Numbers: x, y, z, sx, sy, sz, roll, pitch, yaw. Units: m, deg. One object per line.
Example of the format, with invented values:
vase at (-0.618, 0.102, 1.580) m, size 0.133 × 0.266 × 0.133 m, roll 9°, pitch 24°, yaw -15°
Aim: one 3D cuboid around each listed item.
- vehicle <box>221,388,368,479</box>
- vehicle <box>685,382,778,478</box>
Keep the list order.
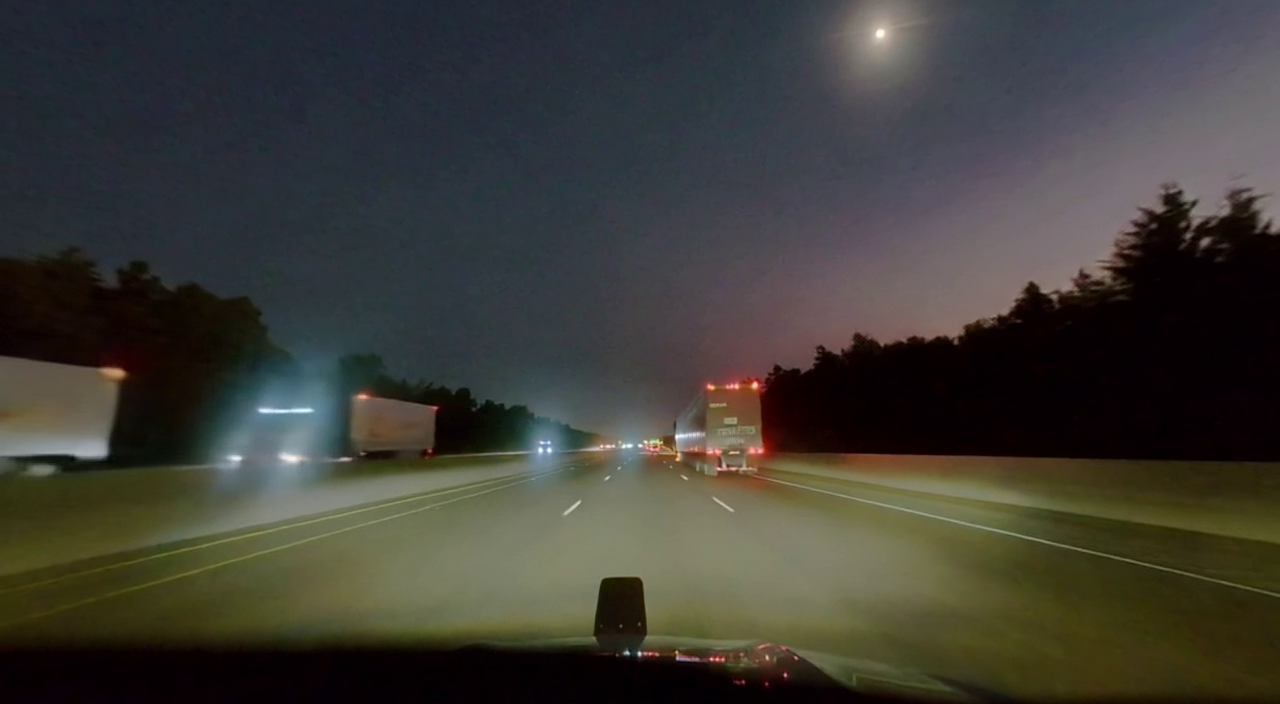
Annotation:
vehicle at (-14.915, 3.666, 27.871) m, size 2.998 × 3.583 × 5.940 m, roll 0°, pitch -9°, yaw 0°
vehicle at (4.428, 4.380, 33.872) m, size 2.784 × 4.080 × 13.516 m, roll -1°, pitch -9°, yaw -1°
